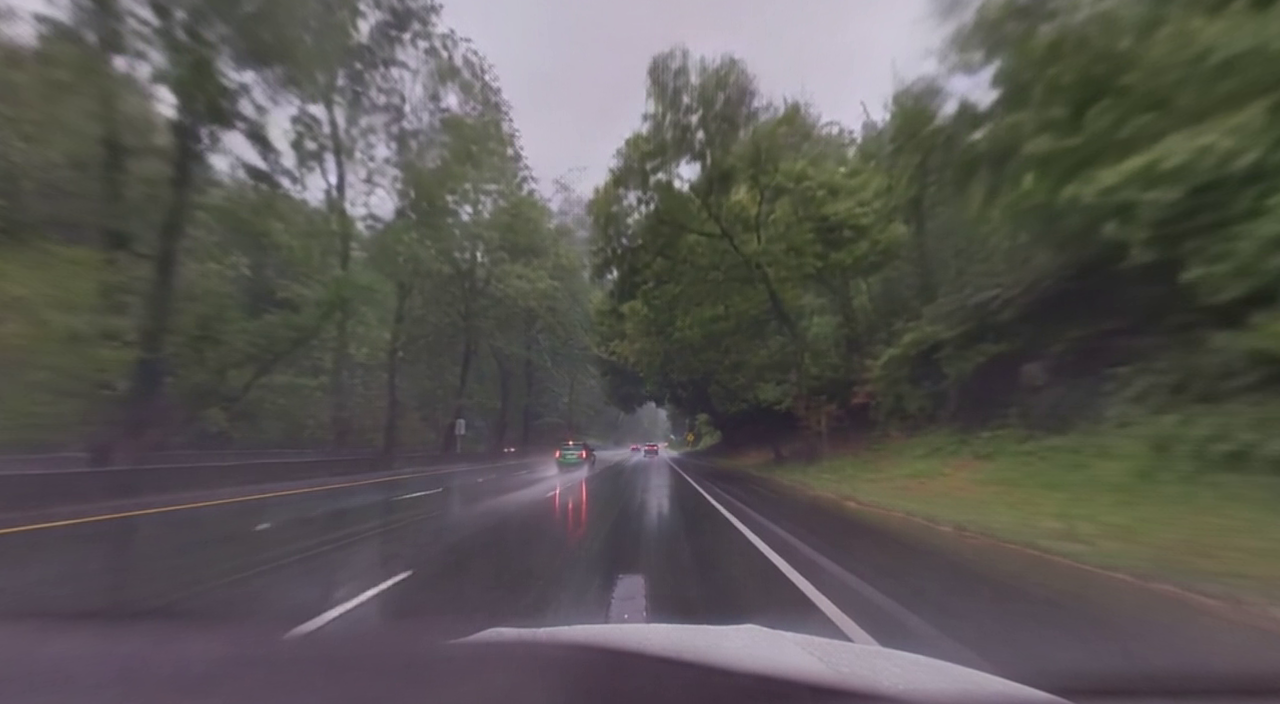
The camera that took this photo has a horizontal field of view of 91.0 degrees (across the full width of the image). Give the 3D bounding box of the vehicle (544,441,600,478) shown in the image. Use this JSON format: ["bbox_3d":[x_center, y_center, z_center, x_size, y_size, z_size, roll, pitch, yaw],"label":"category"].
[{"bbox_3d":[-3.026,4.862,28.838,2.015,1.561,4.469,0,-8,1],"label":"vehicle"}]
